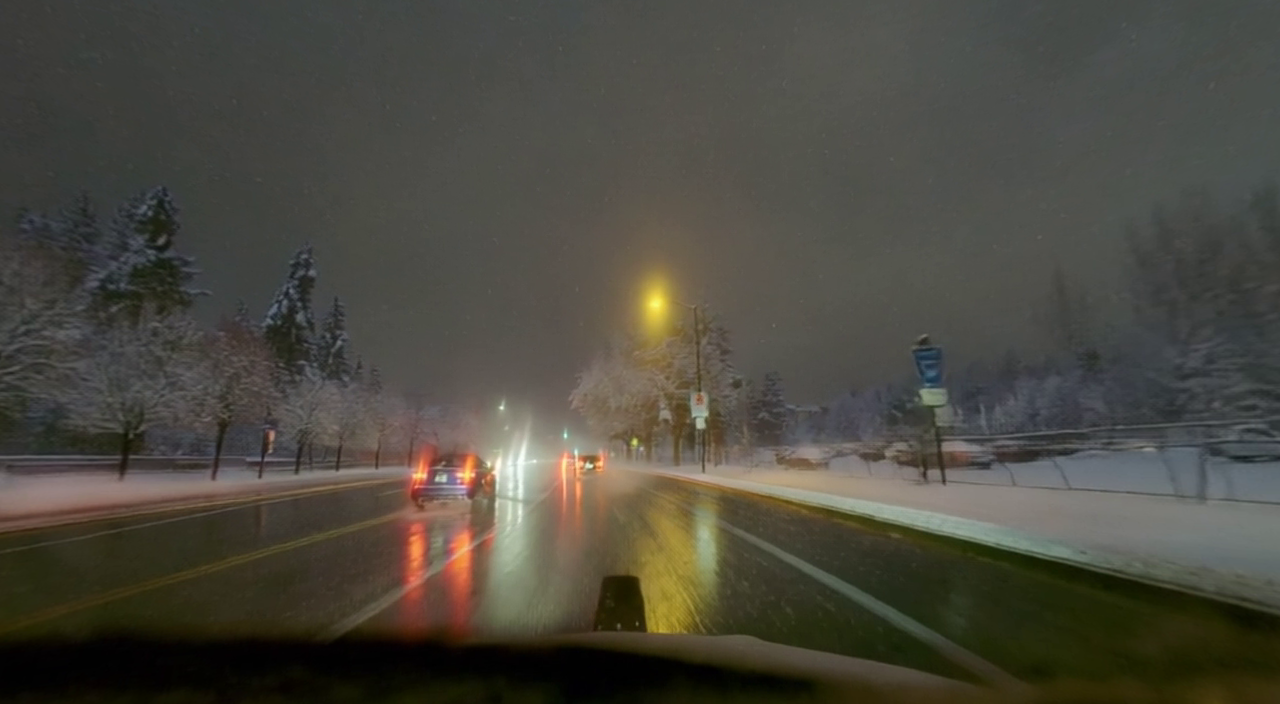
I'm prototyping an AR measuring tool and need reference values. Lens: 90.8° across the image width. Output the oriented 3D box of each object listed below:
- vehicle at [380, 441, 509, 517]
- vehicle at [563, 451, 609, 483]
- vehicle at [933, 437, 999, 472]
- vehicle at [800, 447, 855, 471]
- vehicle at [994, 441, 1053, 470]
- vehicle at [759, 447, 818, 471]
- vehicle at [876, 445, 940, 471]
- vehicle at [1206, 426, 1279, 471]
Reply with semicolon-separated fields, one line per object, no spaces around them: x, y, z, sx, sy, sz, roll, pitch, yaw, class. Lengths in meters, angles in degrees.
-4.888;3.230;16.597;2.105;1.676;4.541;0;-9;-2;vehicle
-2.727;5.793;32.035;2.147;1.474;4.083;0;-9;-5;vehicle
18.546;5.782;35.875;2.062;1.703;4.661;-12;-14;40;vehicle
12.036;6.828;40.415;2.131;1.437;4.325;-6;-11;33;vehicle
20.625;5.539;33.917;1.934;1.423;4.008;-8;-12;40;vehicle
10.137;7.222;42.885;2.041;1.459;4.830;-7;-11;37;vehicle
15.919;6.236;37.411;2.048;1.392;4.562;-8;-12;41;vehicle
27.114;4.298;28.252;1.942;1.726;5.194;-11;-13;35;vehicle
